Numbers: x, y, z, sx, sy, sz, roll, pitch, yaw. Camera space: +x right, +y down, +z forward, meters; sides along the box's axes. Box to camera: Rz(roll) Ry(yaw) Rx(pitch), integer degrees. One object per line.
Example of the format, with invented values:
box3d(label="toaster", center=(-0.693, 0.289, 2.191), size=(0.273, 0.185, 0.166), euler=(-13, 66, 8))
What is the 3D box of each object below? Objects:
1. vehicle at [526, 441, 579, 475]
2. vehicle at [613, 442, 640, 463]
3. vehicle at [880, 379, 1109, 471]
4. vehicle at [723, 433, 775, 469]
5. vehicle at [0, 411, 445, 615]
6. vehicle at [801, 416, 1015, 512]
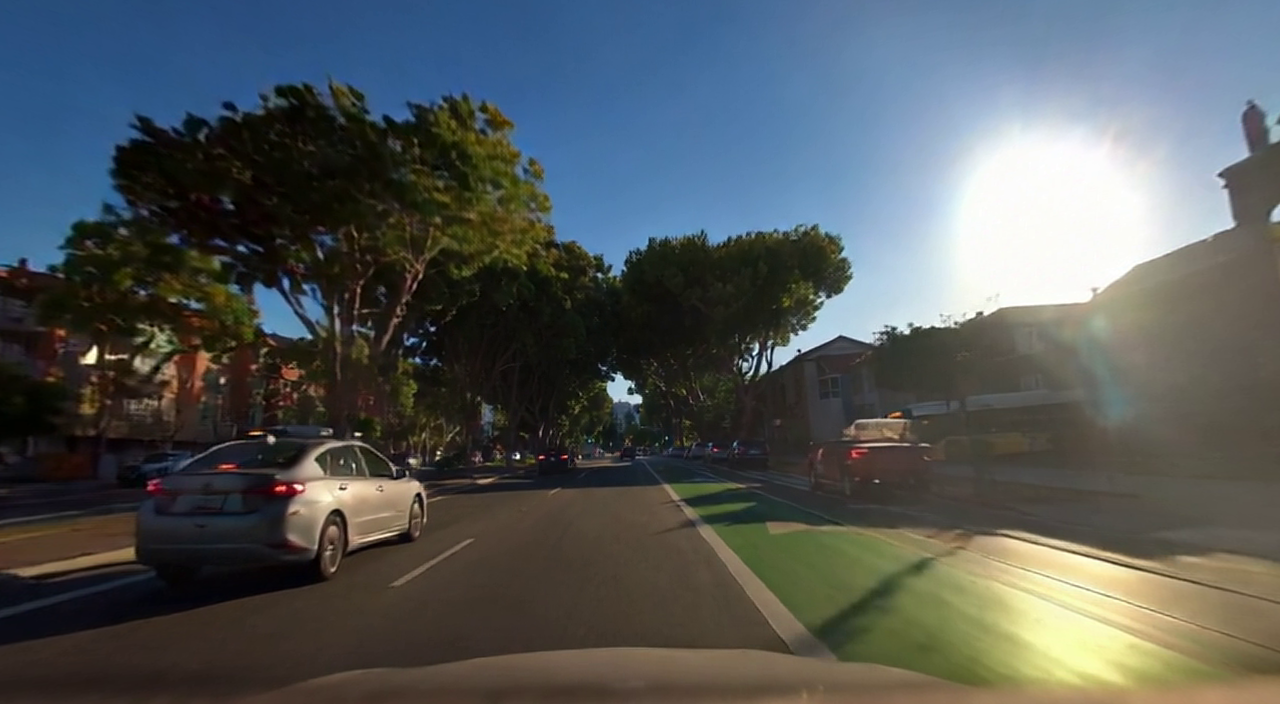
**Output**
box3d(label="vehicle", center=(-4.118, 5.063, 30.424), size=(1.934, 1.522, 4.287), euler=(0, -9, 0))
box3d(label="vehicle", center=(-1.020, 7.589, 47.814), size=(1.999, 1.520, 3.896), euler=(0, -9, -1))
box3d(label="vehicle", center=(14.816, 3.095, 26.890), size=(7.722, 2.908, 3.067), euler=(-6, -7, -4))
box3d(label="vehicle", center=(5.868, 5.417, 34.597), size=(1.945, 1.829, 4.305), euler=(0, -9, -2))
box3d(label="vehicle", center=(-3.870, 1.554, 7.075), size=(1.995, 1.524, 4.438), euler=(0, -9, 0))
box3d(label="vehicle", center=(5.913, 2.601, 15.193), size=(2.390, 1.816, 6.050), euler=(0, -9, -1))
